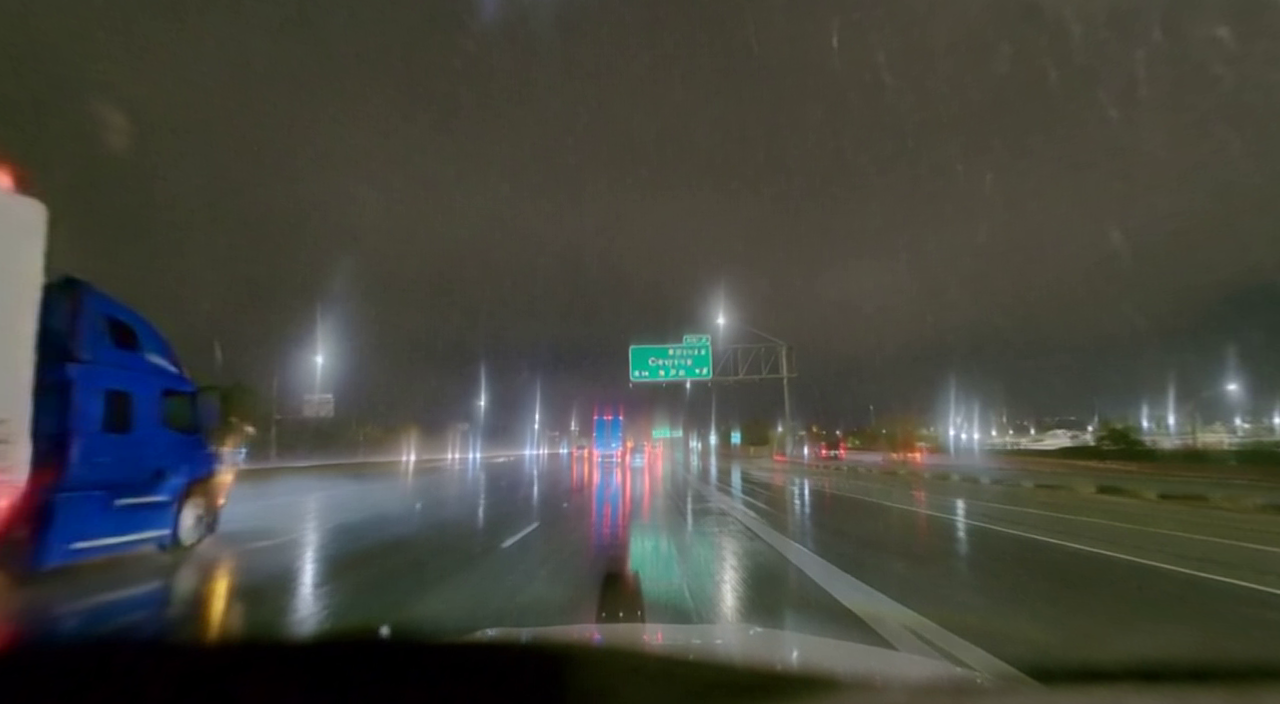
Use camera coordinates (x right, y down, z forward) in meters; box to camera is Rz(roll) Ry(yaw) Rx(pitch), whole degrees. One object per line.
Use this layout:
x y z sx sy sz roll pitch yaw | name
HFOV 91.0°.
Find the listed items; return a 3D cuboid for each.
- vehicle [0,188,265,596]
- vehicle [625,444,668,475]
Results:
-7.588 0.127 4.282 3.067 3.804 11.136 0 -9 1 | vehicle
0.284 5.593 32.934 2.066 1.469 4.050 0 -9 -1 | vehicle
